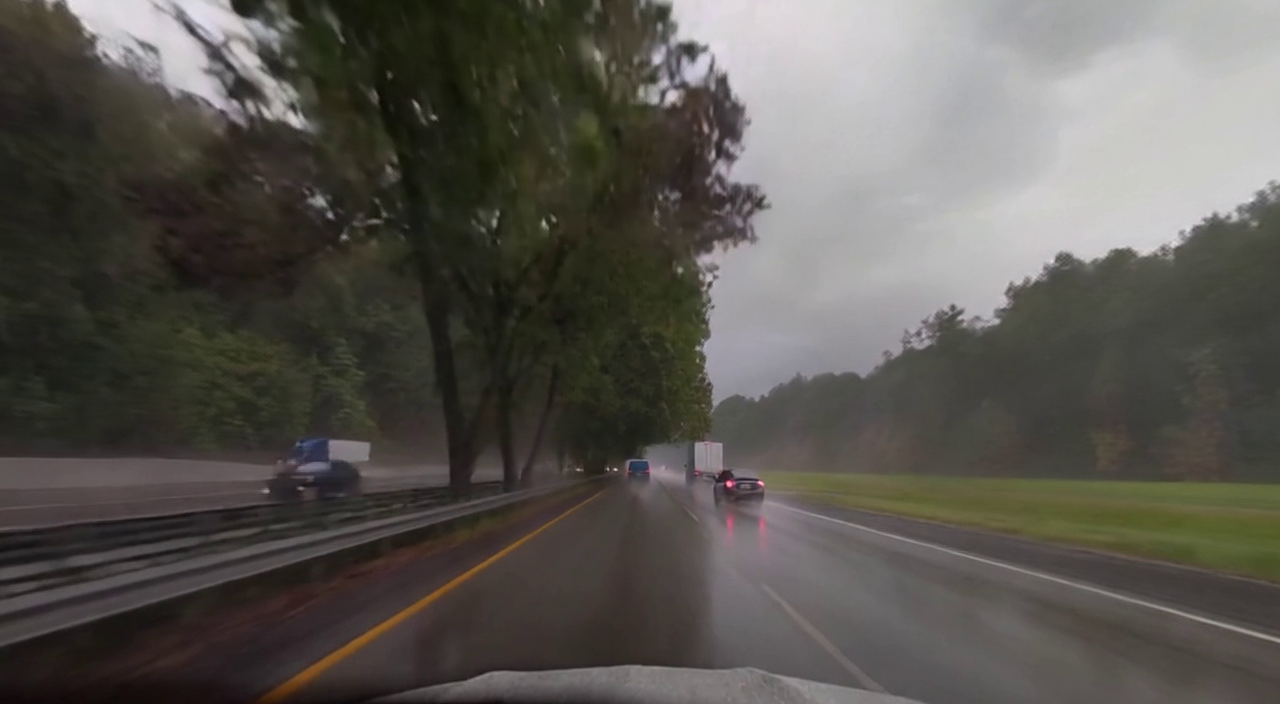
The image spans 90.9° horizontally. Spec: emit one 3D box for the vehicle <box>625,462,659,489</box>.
[{"bbox_3d":[0.153,8.419,43.008,2.212,1.717,4.452,1,-10,1],"label":"vehicle"}]

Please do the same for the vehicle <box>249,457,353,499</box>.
[{"bbox_3d":[-13.493,5.027,25.365,1.971,1.518,3.749,1,-10,1],"label":"vehicle"}]

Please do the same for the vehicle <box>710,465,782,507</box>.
[{"bbox_3d":[4.323,5.591,26.650,2.073,1.532,4.969,1,-10,-1],"label":"vehicle"}]

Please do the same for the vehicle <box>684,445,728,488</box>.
[{"bbox_3d":[4.907,8.700,47.775,2.563,2.975,6.941,1,-10,0],"label":"vehicle"}]
